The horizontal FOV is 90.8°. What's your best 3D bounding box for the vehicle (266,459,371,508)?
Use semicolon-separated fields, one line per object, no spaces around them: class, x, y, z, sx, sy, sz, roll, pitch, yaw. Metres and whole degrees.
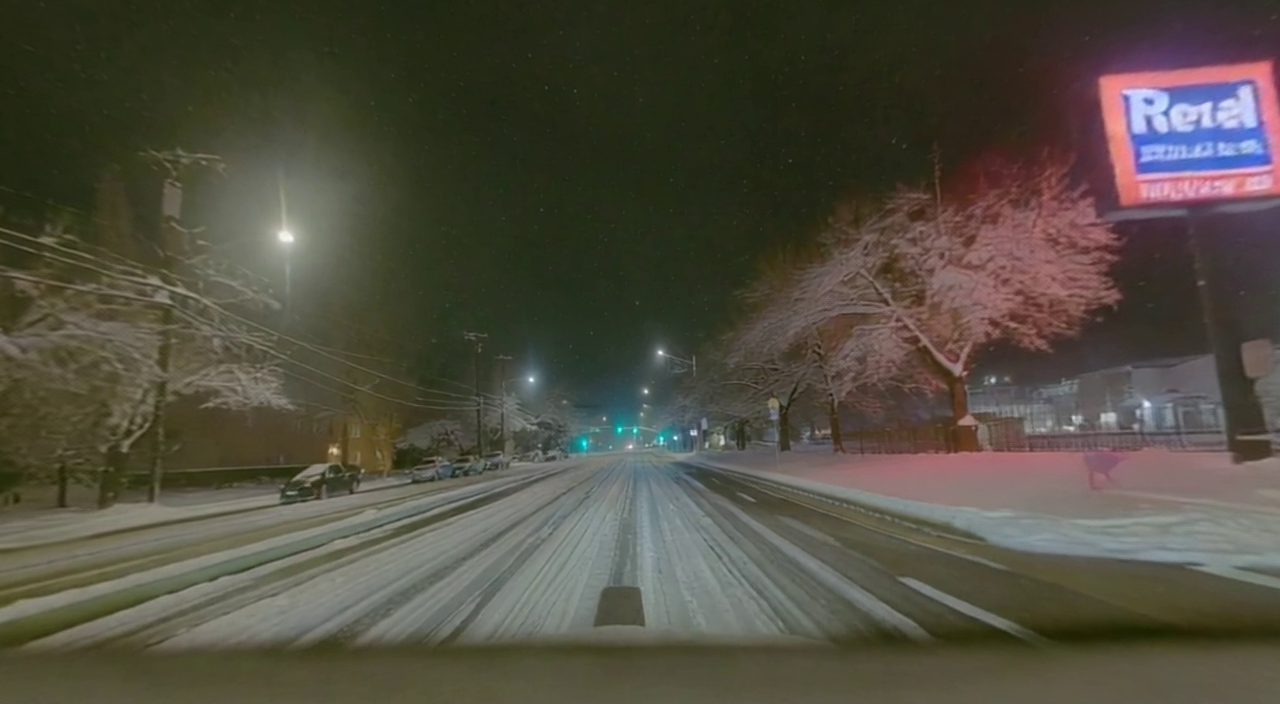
vehicle;-12.412;5.064;24.718;1.986;1.488;4.330;-5;-8;-2

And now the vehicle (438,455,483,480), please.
vehicle;-12.352;7.952;43.754;1.854;1.442;4.213;-4;-8;-1
